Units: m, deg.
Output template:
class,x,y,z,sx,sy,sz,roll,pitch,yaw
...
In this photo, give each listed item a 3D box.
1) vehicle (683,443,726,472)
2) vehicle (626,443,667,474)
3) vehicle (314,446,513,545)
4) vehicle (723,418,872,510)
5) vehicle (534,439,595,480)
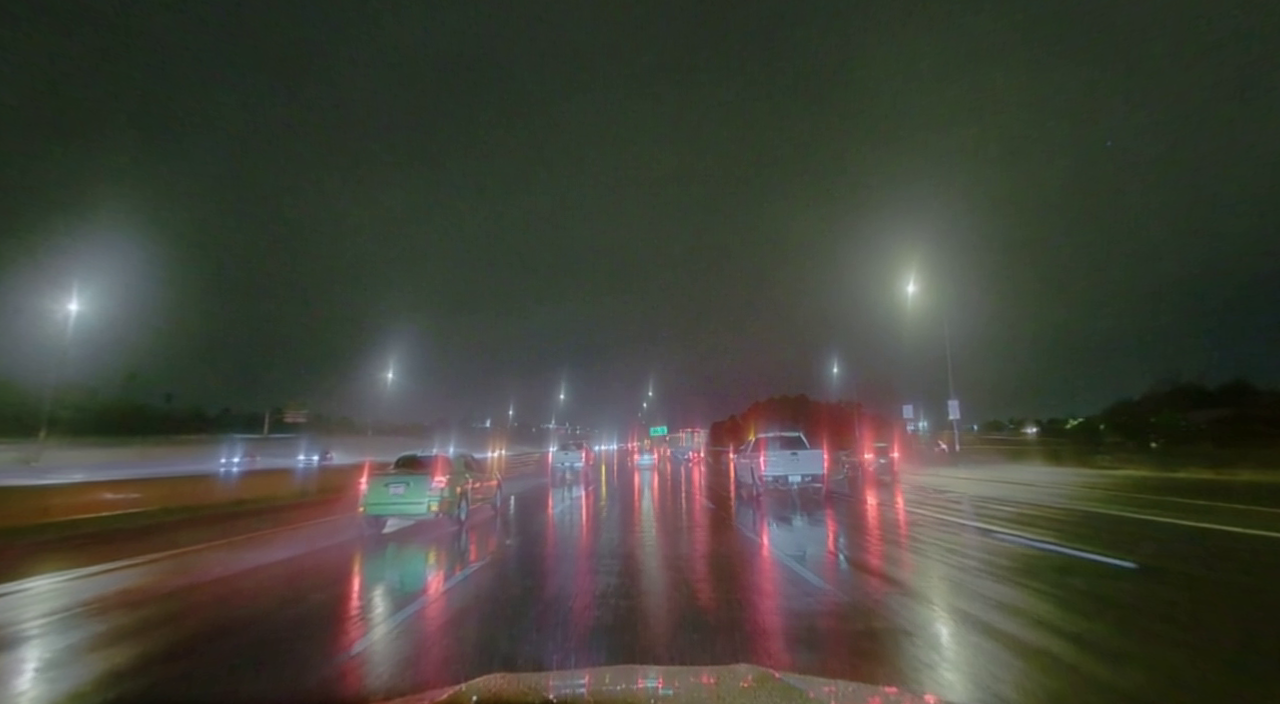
class,x,y,z,sx,sy,sz,roll,pitch,yaw
vehicle,3.950,6.535,39.174,2.145,1.636,4.437,0,-9,-1
vehicle,0.359,5.878,34.920,2.147,1.572,4.094,0,-9,0
vehicle,-3.760,2.429,11.403,1.947,1.424,4.264,0,-9,1
vehicle,3.703,2.787,16.126,2.340,1.925,5.529,0,-9,-1
vehicle,-3.497,5.088,30.148,2.176,1.783,4.799,0,-9,2
